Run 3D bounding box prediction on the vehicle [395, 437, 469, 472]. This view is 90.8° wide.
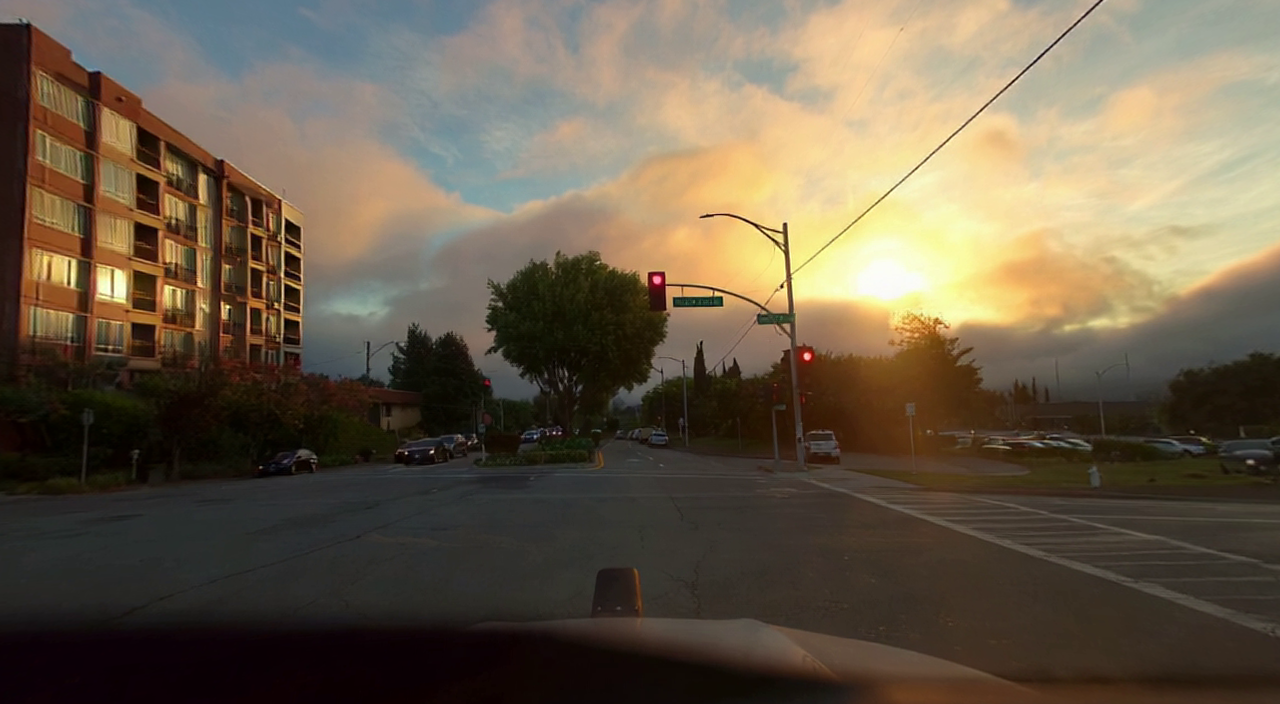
[{"bbox_3d":[-9.676,4.799,29.792,2.116,1.521,4.294,0,-9,-2],"label":"vehicle"}]

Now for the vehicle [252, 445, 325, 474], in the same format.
[{"bbox_3d":[-21.055,6.465,38.094,1.981,1.628,4.336,0,-9,-1],"label":"vehicle"}]

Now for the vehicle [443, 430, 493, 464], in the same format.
[{"bbox_3d":[-9.785,5.453,36.181,1.910,1.818,4.057,0,-9,-3],"label":"vehicle"}]
